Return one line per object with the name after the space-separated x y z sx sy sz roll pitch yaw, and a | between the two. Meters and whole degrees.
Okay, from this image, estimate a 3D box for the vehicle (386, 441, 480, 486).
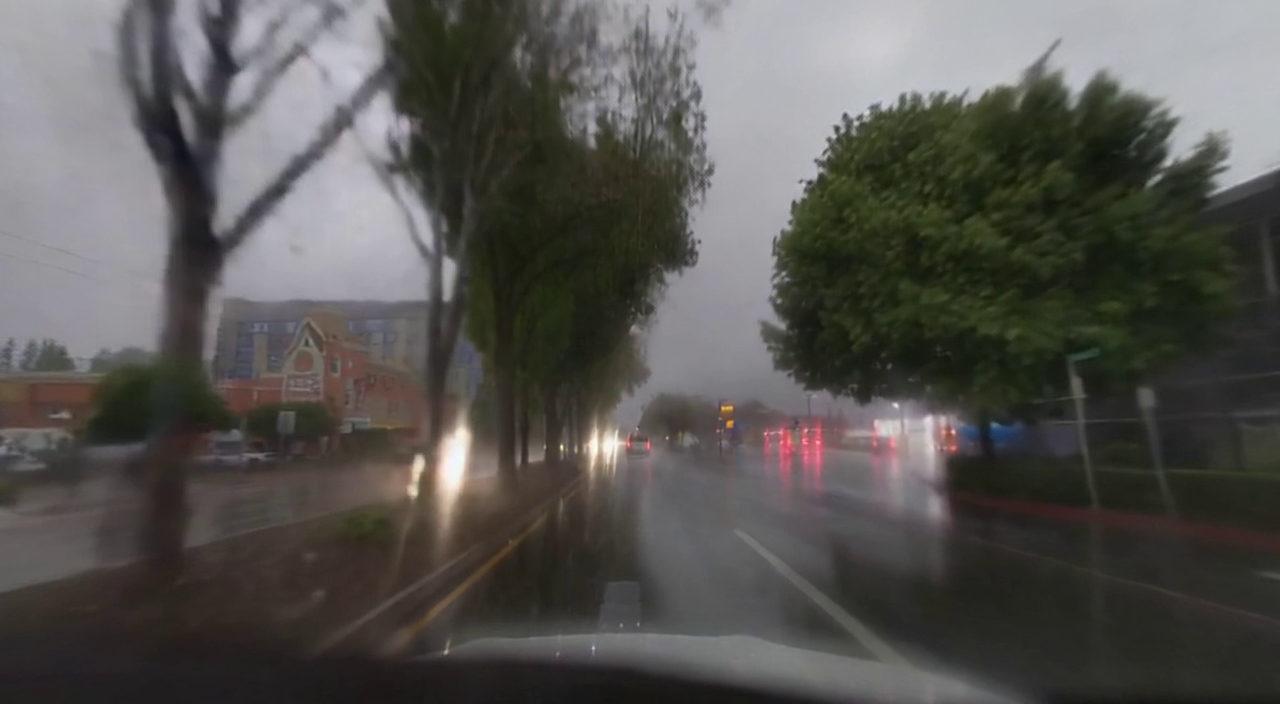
-7.510 4.078 23.431 1.999 1.478 4.441 0 -8 -1 | vehicle

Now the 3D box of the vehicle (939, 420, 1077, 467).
25.865 6.429 44.466 8.606 3.093 2.803 2 -8 -13 | vehicle

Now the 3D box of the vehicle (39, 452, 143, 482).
-36.136 7.557 41.755 4.562 1.825 2.148 2 -9 -14 | vehicle
